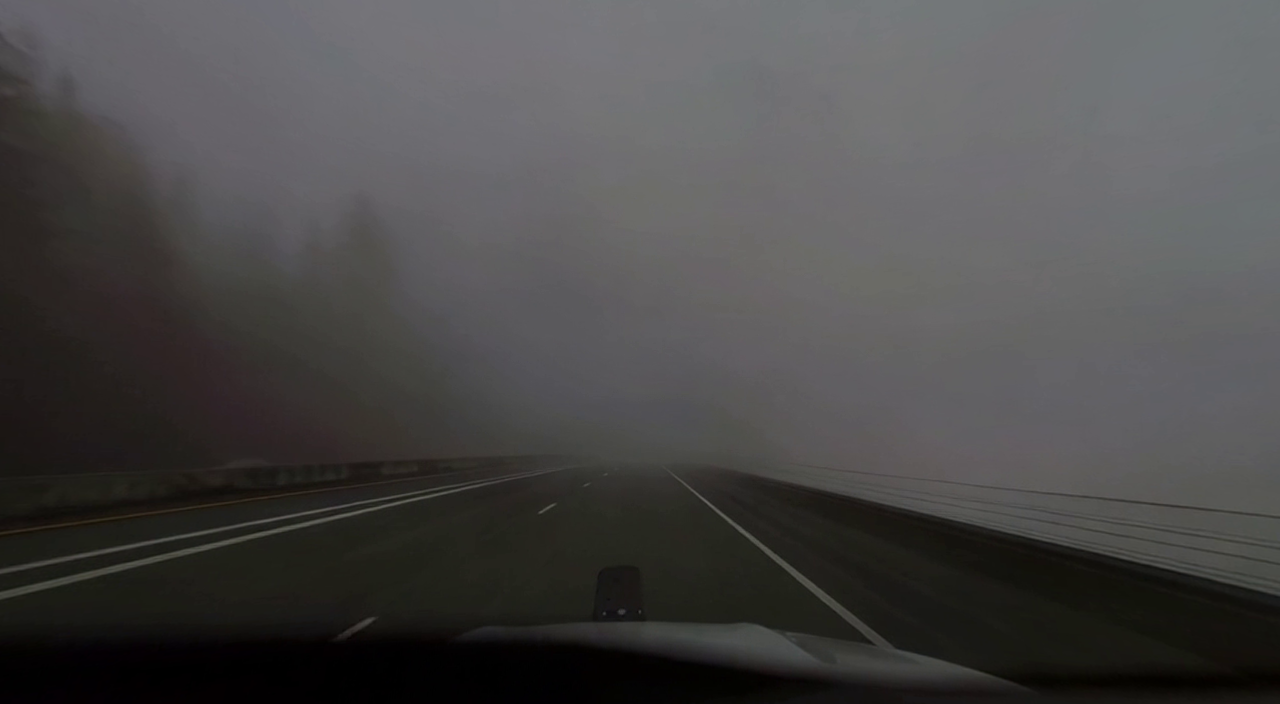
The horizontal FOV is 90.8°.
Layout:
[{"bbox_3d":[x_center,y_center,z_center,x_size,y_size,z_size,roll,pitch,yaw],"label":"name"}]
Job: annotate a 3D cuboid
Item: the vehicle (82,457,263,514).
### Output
[{"bbox_3d":[-13.741,3.915,18.982,1.972,1.465,4.493,0,-9,0],"label":"vehicle"}]
